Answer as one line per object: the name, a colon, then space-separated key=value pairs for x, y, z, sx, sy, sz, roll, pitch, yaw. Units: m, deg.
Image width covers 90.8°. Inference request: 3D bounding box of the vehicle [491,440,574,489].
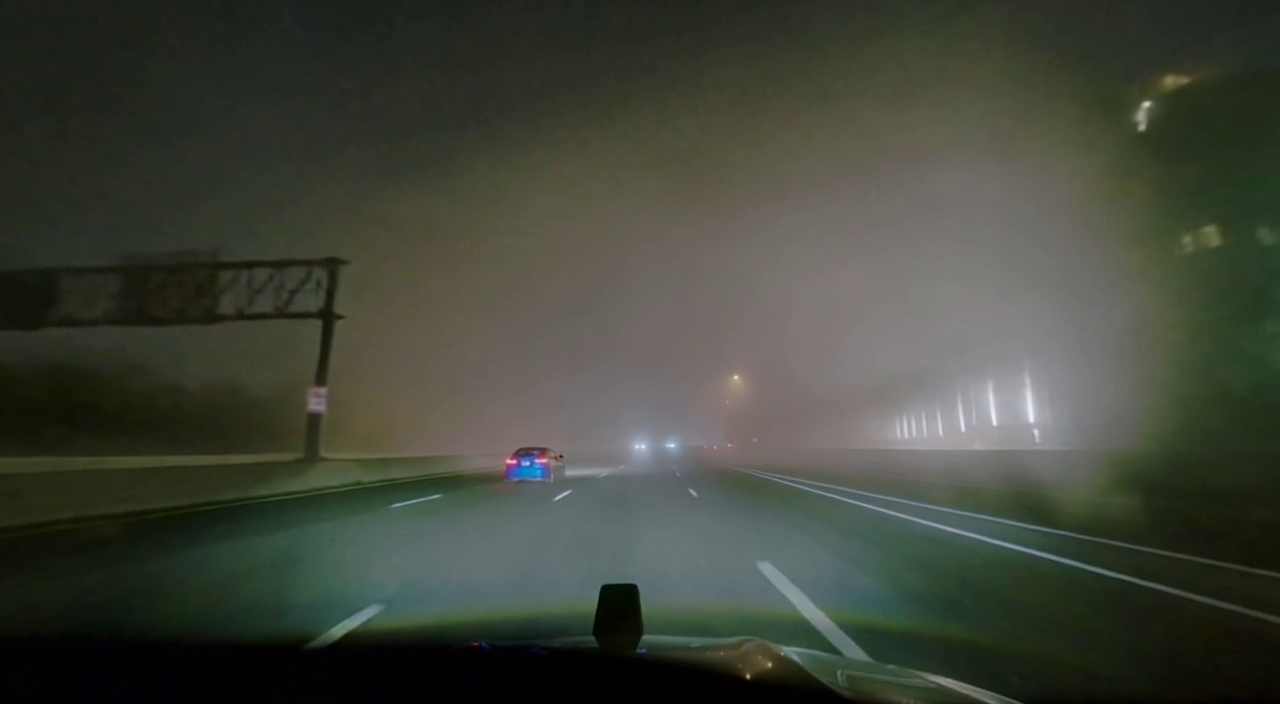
vehicle: x=-3.808 y=4.067 z=23.214 sx=2.087 sy=1.566 sz=4.756 roll=-1 pitch=-9 yaw=2
